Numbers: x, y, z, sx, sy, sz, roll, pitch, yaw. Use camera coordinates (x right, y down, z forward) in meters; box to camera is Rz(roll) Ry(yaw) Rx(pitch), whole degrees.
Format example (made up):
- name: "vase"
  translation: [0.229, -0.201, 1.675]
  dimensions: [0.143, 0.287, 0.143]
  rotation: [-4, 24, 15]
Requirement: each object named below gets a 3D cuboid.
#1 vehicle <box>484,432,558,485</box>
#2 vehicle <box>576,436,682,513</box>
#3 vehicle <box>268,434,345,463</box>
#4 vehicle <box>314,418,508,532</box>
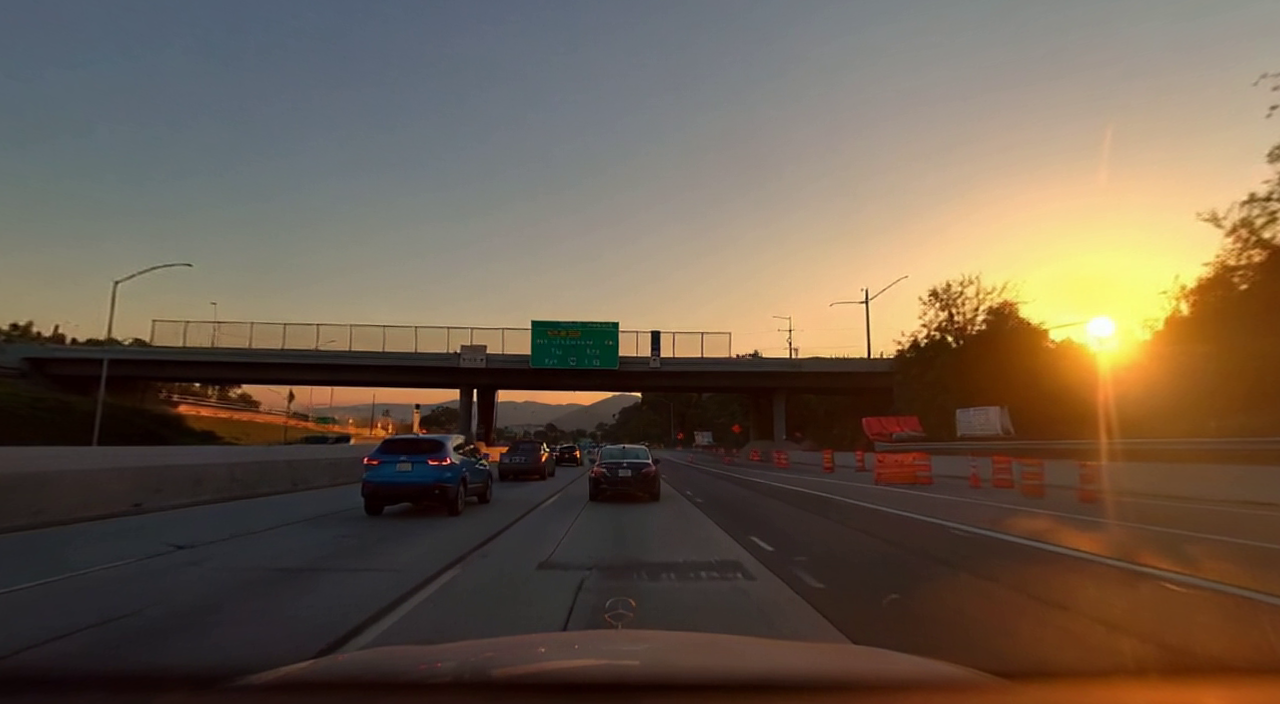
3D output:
- name: "vehicle"
  translation: [-4.234, 3.854, 23.093]
  dimensions: [1.982, 1.727, 4.057]
  rotation: [0, -8, -1]
- name: "vehicle"
  translation: [-0.280, 2.702, 14.446]
  dimensions: [2.069, 1.484, 3.982]
  rotation: [0, -8, -2]
- name: "vehicle"
  translation: [-18.138, 5.285, 34.596]
  dimensions: [1.857, 1.458, 4.406]
  rotation: [0, -9, -1]
- name: "vehicle"
  translation: [-3.904, 2.176, 11.676]
  dimensions: [2.025, 1.708, 4.089]
  rotation: [0, -8, 0]
